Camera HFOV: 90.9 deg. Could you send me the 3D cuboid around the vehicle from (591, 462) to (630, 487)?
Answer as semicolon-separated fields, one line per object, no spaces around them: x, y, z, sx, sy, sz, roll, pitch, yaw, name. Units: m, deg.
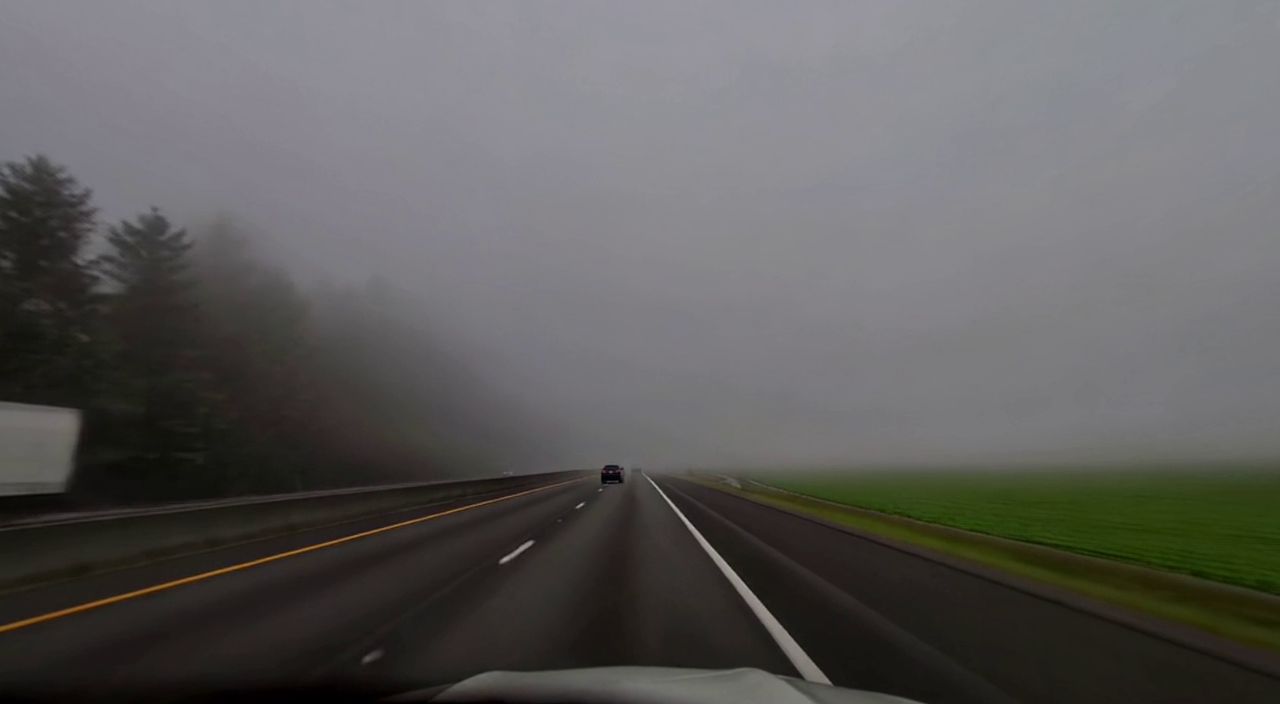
-1.768;7.693;39.730;2.183;1.435;4.653;0;-10;0;vehicle
